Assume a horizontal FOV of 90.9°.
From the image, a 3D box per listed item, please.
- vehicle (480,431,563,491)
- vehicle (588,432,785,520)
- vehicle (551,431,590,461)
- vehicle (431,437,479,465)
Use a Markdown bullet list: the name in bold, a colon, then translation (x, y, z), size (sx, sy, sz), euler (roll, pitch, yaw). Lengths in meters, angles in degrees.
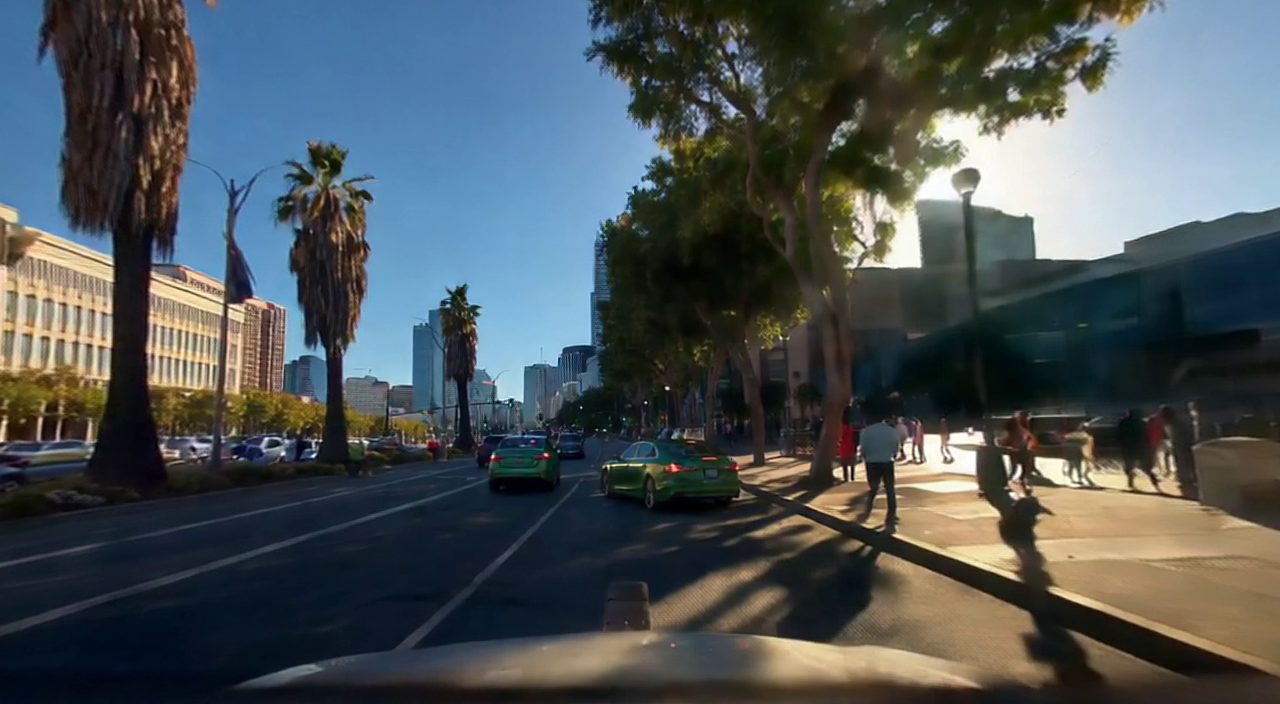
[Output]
- **vehicle**: translation (-3.551, 3.362, 19.715), size (2.039, 1.628, 4.331), euler (0, -9, -4)
- **vehicle**: translation (0.713, 2.486, 13.212), size (1.930, 1.477, 4.657), euler (4, -10, -28)
- **vehicle**: translation (-4.786, 6.596, 44.074), size (2.277, 1.937, 4.487), euler (0, -9, -1)
- **vehicle**: translation (-11.109, 5.988, 38.194), size (1.930, 1.583, 4.423), euler (0, -9, -5)
